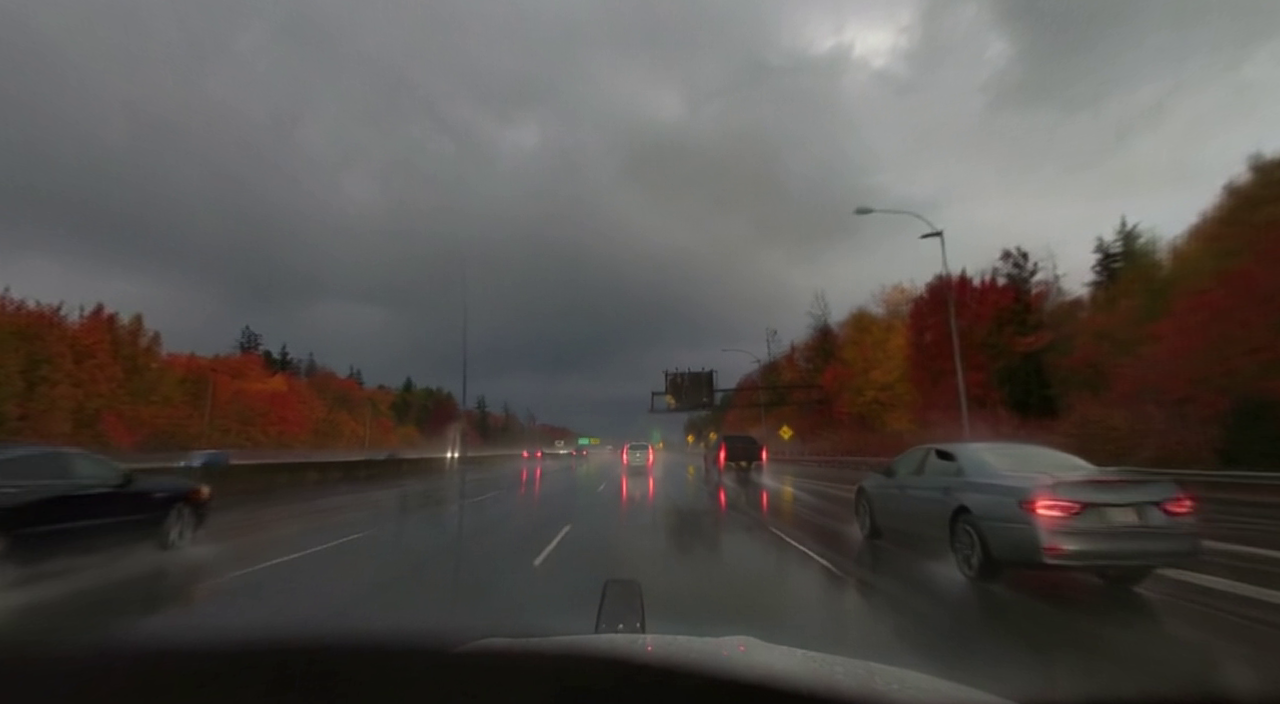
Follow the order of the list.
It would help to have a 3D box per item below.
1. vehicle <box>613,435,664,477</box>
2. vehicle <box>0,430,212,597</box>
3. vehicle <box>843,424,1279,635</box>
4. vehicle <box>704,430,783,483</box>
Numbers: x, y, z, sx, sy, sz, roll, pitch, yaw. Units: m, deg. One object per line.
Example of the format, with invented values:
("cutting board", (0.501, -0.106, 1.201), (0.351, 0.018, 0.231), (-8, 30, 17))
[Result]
("vehicle", (-0.060, 5.269, 32.064), (2.372, 1.957, 5.121), (0, -9, 1))
("vehicle", (-6.946, 1.573, 6.320), (2.014, 1.526, 4.577), (0, -9, 1))
("vehicle", (4.087, 1.660, 6.993), (2.057, 1.508, 4.767), (0, -9, 0))
("vehicle", (4.280, 4.483, 27.182), (2.388, 1.998, 5.749), (0, -9, 0))
